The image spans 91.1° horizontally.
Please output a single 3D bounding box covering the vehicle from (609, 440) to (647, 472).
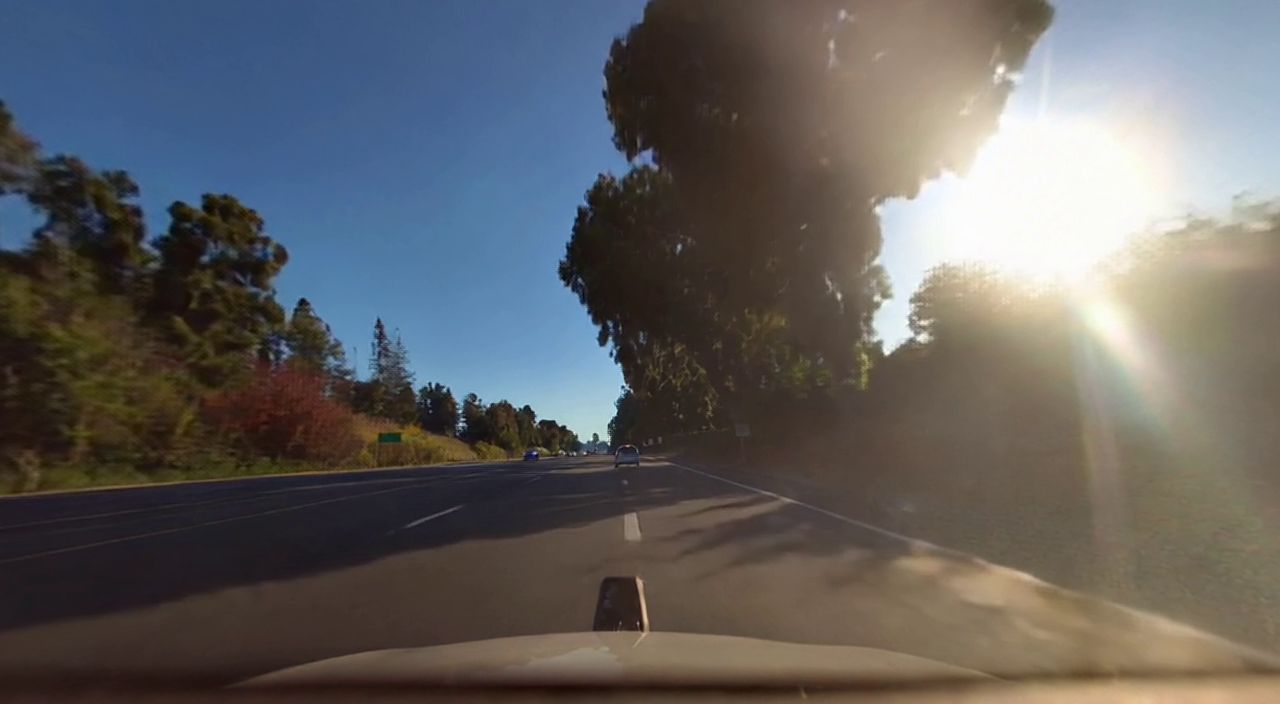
[{"bbox_3d":[-0.690,6.107,37.098,2.120,1.715,4.153,0,-9,0],"label":"vehicle"}]
